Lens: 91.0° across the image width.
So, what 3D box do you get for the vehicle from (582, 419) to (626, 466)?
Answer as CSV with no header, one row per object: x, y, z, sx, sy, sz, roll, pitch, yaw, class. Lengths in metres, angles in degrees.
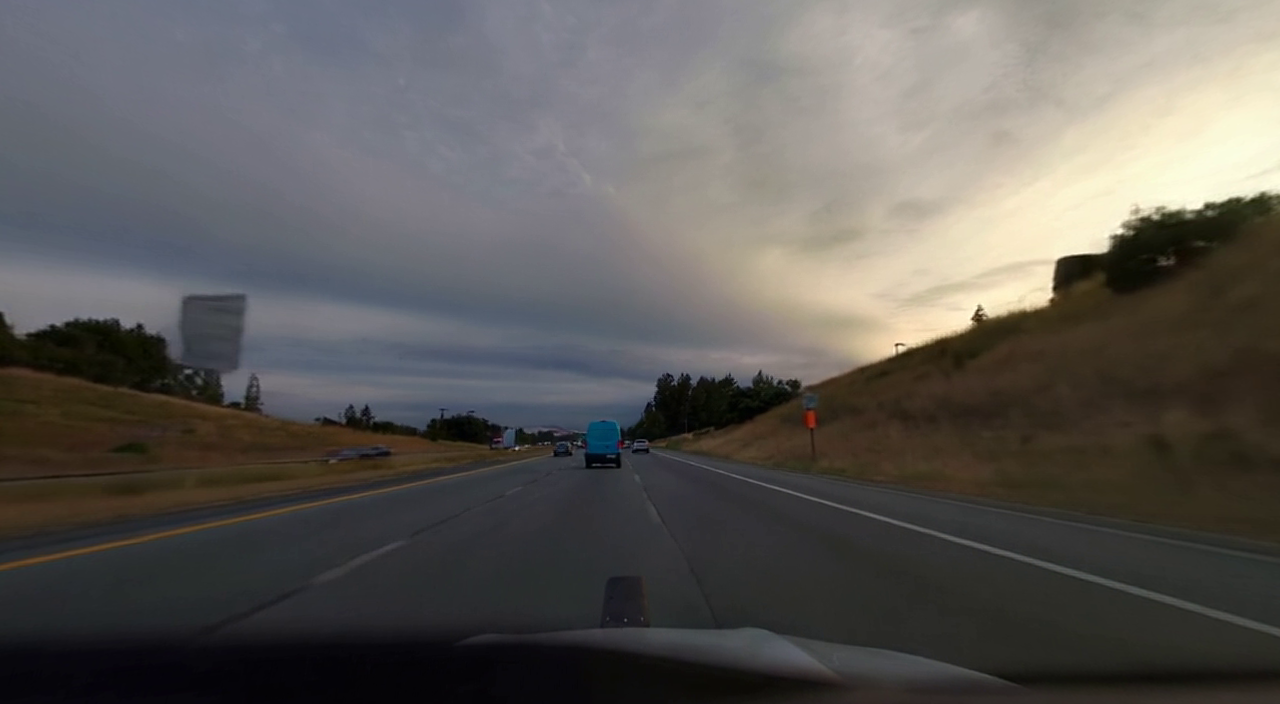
-2.003,5.246,36.584,2.329,2.483,5.428,0,-8,-1,vehicle
